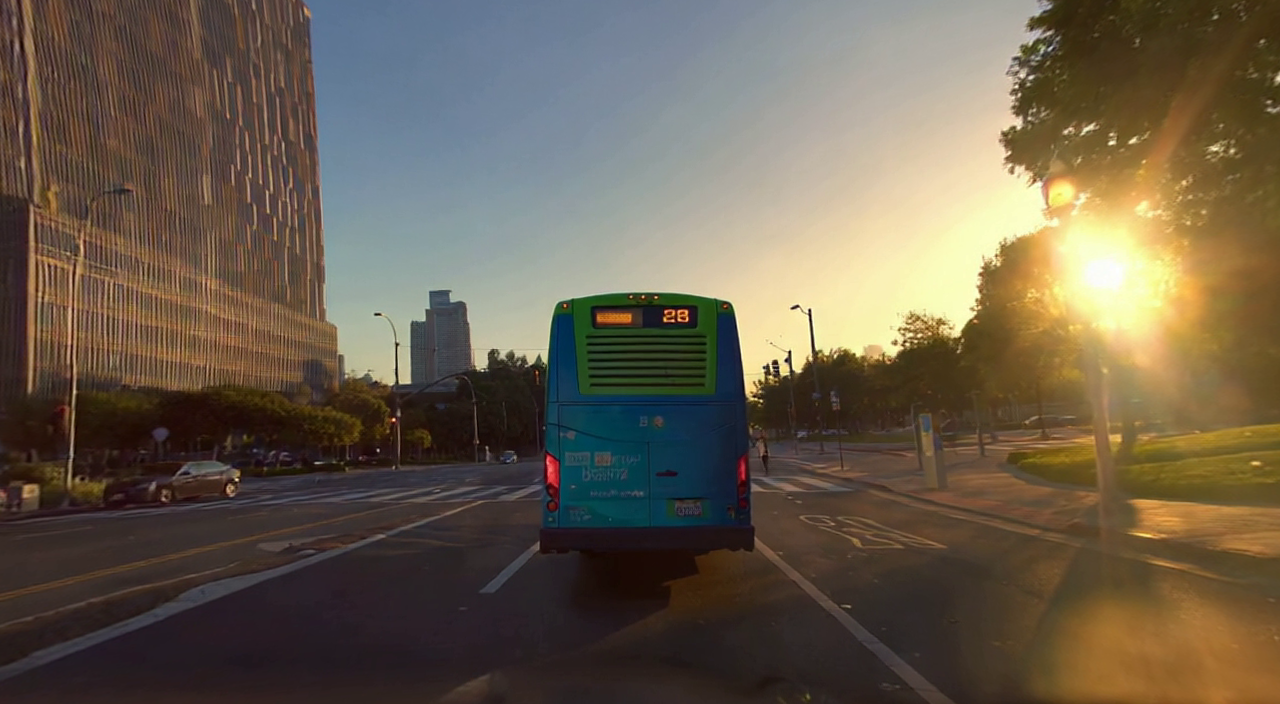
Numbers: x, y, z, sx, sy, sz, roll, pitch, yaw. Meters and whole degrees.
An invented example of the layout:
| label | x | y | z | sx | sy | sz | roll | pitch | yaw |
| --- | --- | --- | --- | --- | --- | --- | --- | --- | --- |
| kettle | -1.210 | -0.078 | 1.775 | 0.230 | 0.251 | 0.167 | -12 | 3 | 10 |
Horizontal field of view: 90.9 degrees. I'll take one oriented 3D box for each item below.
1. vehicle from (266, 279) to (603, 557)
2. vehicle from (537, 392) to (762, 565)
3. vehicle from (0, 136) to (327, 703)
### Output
| label | x | y | z | sx | sy | sz | roll | pitch | yaw |
| --- | --- | --- | --- | --- | --- | --- | --- | --- | --- |
| vehicle | -2.906 | 1.792 | 14.604 | 3.042 | 3.445 | 13.615 | 0 | -9 | 1 |
| vehicle | 0.133 | 1.740 | 9.274 | 2.500 | 1.912 | 4.270 | 0 | -9 | 1 |
| vehicle | -2.749 | 0.326 | 0.227 | 2.329 | 2.089 | 5.659 | 0 | -9 | 0 |
